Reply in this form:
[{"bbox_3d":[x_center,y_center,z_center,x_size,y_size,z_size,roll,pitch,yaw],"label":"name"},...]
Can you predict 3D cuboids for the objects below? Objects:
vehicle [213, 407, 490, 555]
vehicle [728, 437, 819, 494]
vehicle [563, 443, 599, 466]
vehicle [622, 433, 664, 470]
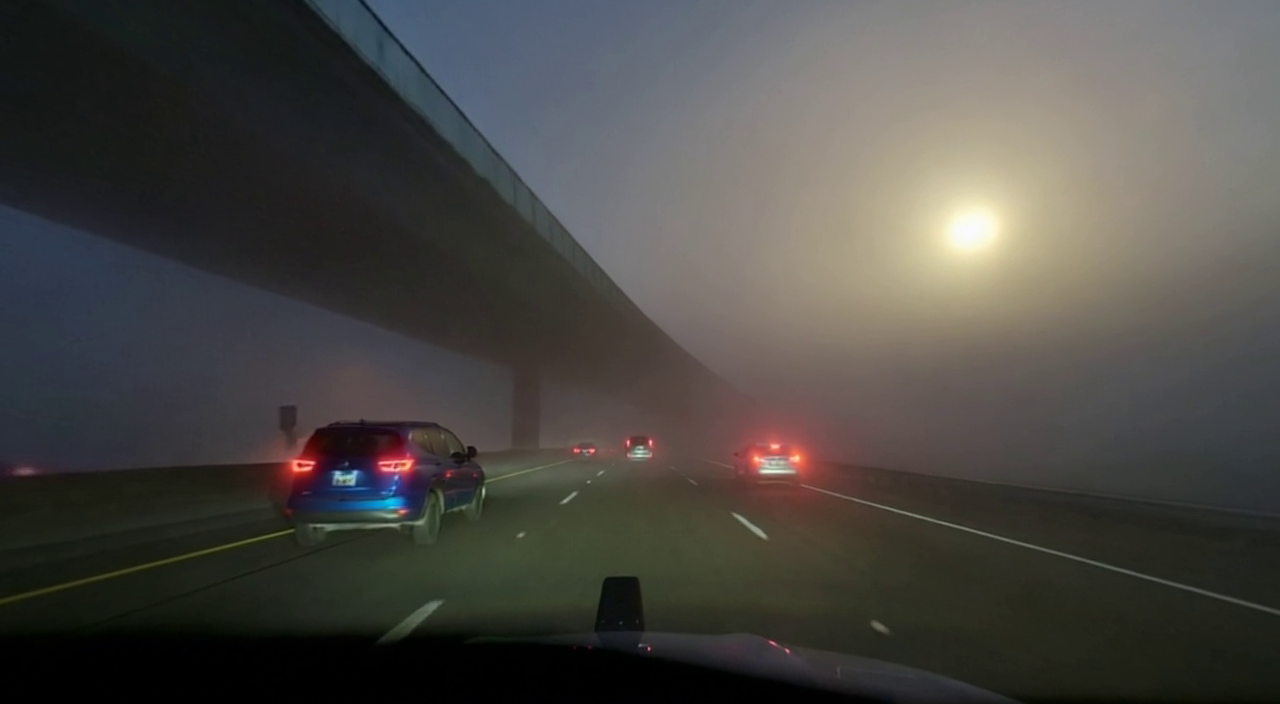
[{"bbox_3d":[-4.005,1.879,9.857,2.089,1.751,4.515,0,-9,1],"label":"vehicle"},{"bbox_3d":[3.948,3.413,19.244,1.959,1.554,3.795,0,-9,0],"label":"vehicle"},{"bbox_3d":[-4.063,7.100,43.845,1.994,1.475,4.171,0,-9,1],"label":"vehicle"},{"bbox_3d":[0.166,5.553,35.174,2.155,1.909,4.529,0,-8,0],"label":"vehicle"}]
